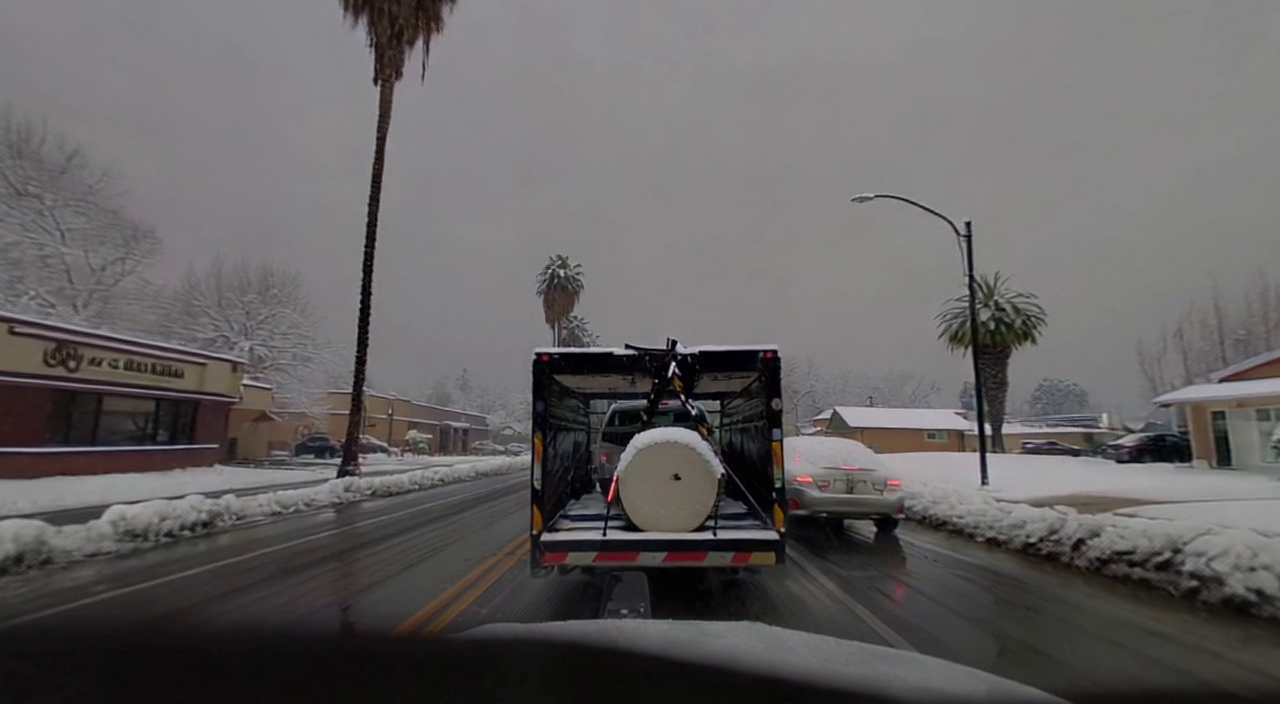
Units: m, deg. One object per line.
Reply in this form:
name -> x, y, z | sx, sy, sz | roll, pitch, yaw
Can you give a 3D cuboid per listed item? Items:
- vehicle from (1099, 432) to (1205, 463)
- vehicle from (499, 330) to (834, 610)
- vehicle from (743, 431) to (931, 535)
vehicle -> 28.544, 5.332, 35.177 | 4.193, 1.633, 1.928 | -5, -9, 26
vehicle -> 0.187, 1.430, 8.492 | 2.728, 2.305, 6.506 | 0, -8, -1
vehicle -> 3.223, 2.217, 11.282 | 2.010, 1.499, 4.107 | 0, -8, 0
